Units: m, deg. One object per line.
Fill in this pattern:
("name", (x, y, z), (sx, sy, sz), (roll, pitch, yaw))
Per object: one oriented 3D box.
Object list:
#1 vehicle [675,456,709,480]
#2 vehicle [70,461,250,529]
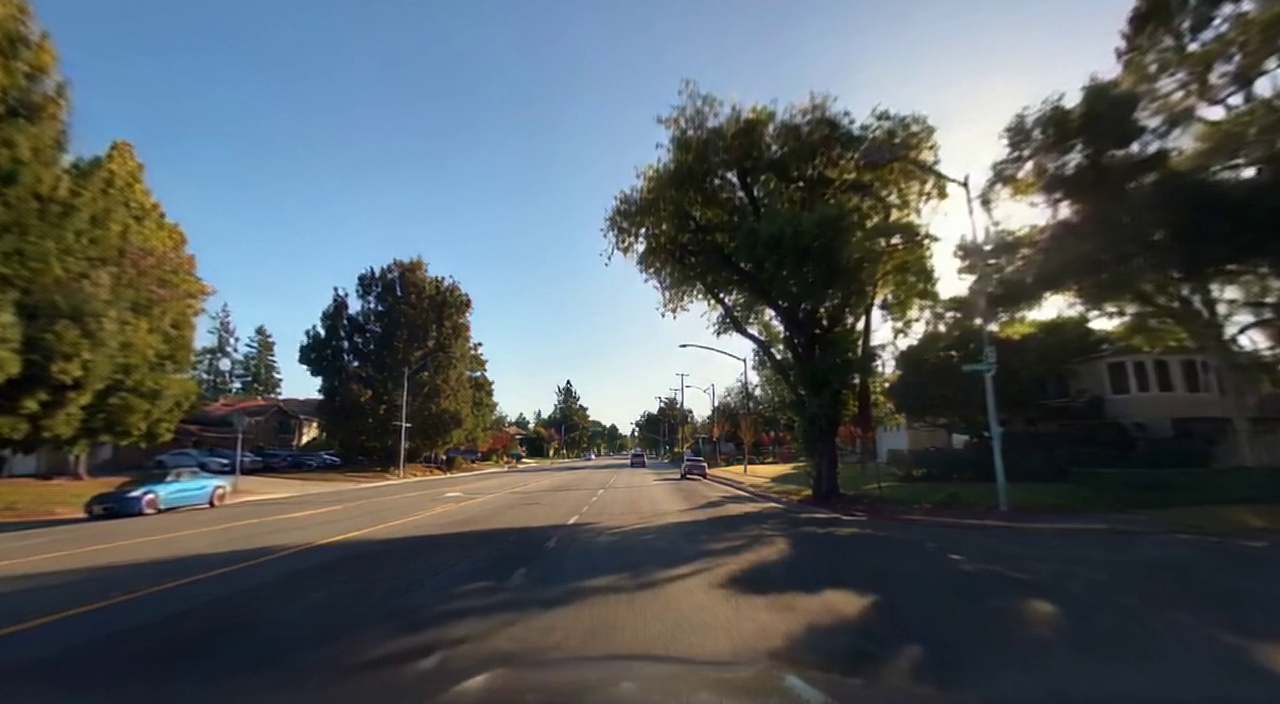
("vehicle", (3.523, 7.894, 43.286), (1.942, 1.502, 4.244), (0, -9, -1))
("vehicle", (-13.885, 4.112, 18.696), (1.941, 1.501, 4.432), (-3, -8, -1))
